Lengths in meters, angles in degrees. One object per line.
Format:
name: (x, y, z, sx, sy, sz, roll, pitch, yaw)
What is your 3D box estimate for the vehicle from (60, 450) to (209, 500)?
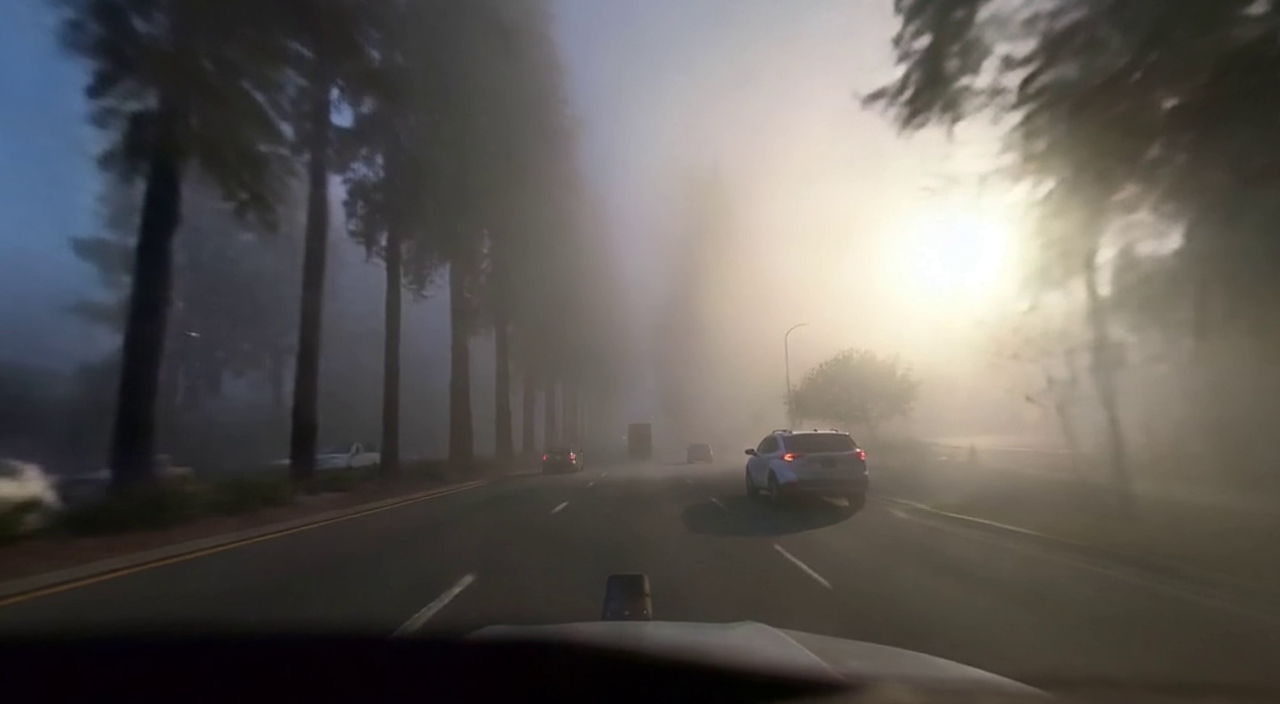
vehicle: (-21.368, 5.161, 27.003, 2.077, 1.863, 5.073, 0, -9, 1)

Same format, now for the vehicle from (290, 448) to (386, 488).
vehicle: (-13.328, 5.113, 28.257, 1.989, 1.584, 5.018, 0, -9, -2)

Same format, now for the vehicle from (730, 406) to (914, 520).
vehicle: (3.651, 2.422, 14.224, 2.381, 2.008, 5.971, 0, -9, 0)

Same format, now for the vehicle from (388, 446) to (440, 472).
vehicle: (-16.847, 7.966, 47.258, 1.965, 1.780, 5.122, -1, -9, 1)

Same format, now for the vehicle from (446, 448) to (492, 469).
vehicle: (-13.430, 8.378, 49.801, 2.142, 1.528, 4.804, 0, -9, 2)

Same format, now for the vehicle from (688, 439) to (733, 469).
vehicle: (4.267, 6.274, 38.893, 2.280, 1.757, 4.572, 0, -9, 1)

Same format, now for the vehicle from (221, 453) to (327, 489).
vehicle: (-17.314, 5.631, 30.139, 2.105, 1.507, 4.927, 0, -9, 0)

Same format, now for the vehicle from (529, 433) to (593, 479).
vehicle: (-3.535, 4.803, 29.262, 2.255, 1.940, 4.822, 0, -9, 1)
